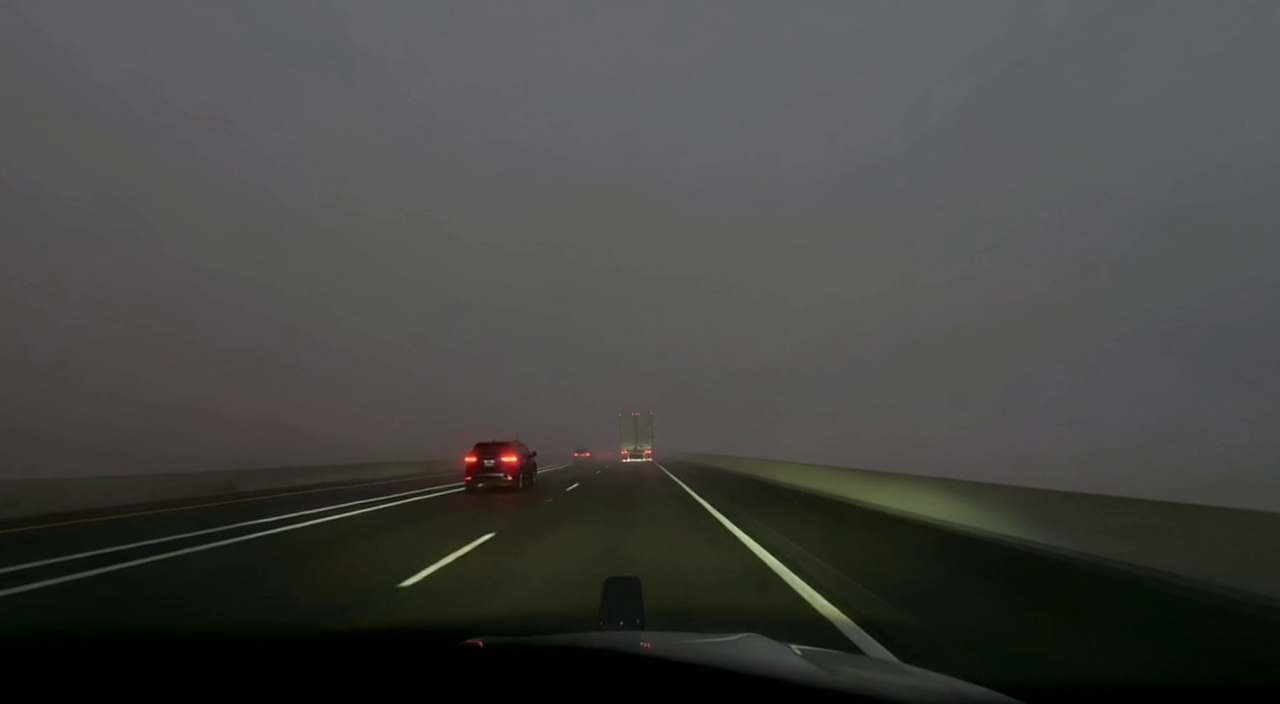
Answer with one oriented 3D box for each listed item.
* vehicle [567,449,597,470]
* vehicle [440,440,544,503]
[{"bbox_3d":[-4.509,8.367,49.349,1.978,1.507,4.062,0,-9,0],"label":"vehicle"},{"bbox_3d":[-4.155,3.412,18.466,1.991,1.618,4.211,0,-9,0],"label":"vehicle"}]
